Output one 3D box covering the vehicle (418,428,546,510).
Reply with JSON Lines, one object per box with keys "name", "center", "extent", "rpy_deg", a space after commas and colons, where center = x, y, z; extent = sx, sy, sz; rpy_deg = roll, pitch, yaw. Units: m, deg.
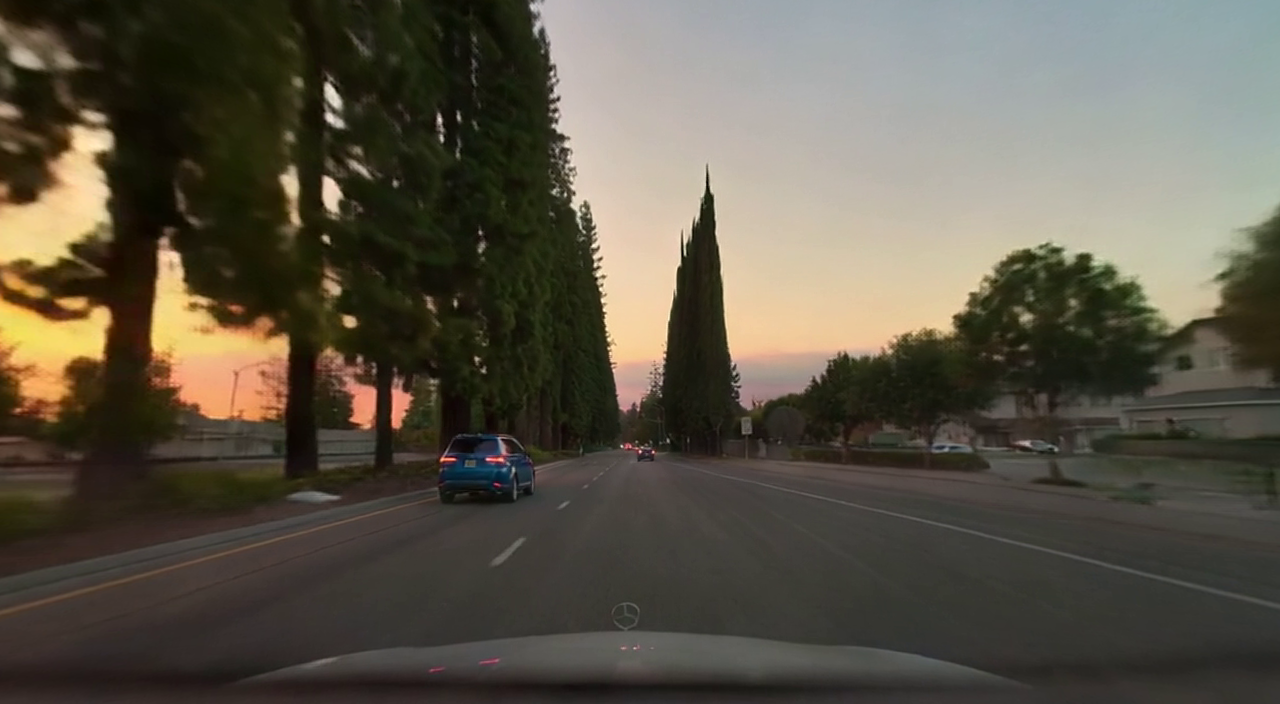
{"name": "vehicle", "center": [-3.743, 2.845, 15.840], "extent": [2.078, 1.748, 4.279], "rpy_deg": [0, -8, 0]}
